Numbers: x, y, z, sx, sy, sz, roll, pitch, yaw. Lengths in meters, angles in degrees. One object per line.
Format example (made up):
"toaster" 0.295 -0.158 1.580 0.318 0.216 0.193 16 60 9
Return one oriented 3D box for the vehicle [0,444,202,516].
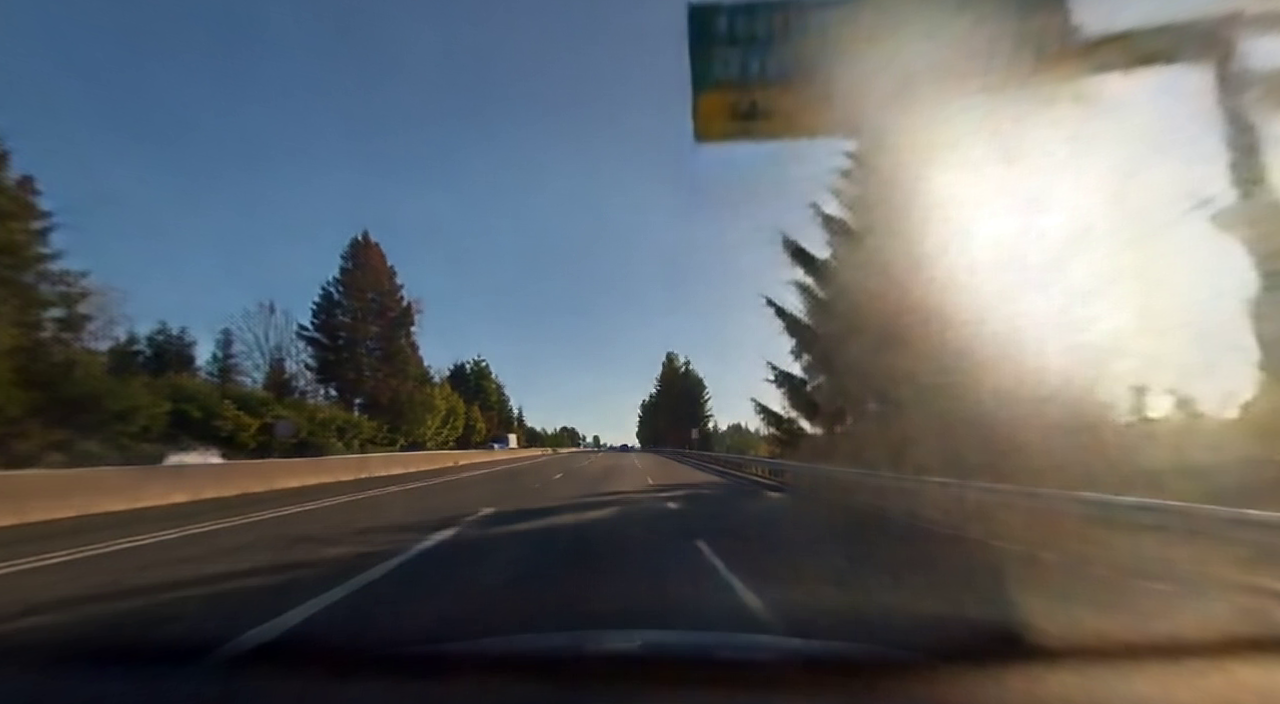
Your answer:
"vehicle" -13.458 3.069 15.669 1.982 1.480 4.549 0 -9 -2
